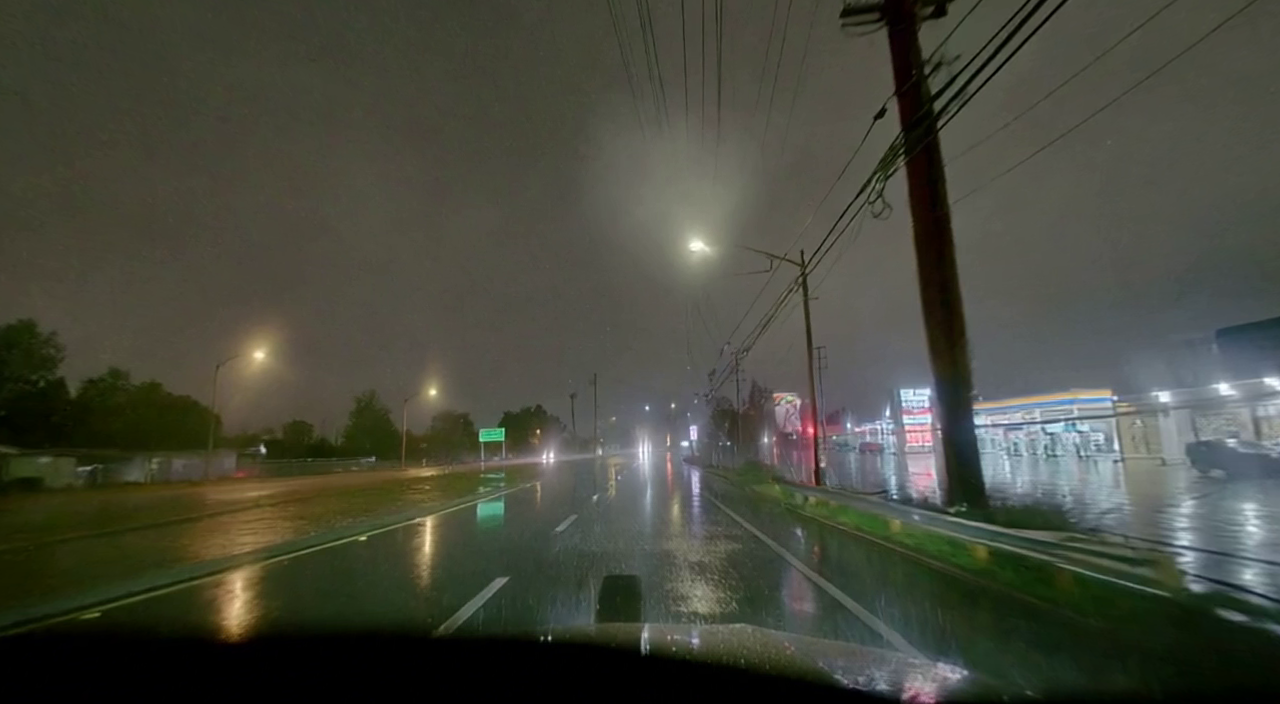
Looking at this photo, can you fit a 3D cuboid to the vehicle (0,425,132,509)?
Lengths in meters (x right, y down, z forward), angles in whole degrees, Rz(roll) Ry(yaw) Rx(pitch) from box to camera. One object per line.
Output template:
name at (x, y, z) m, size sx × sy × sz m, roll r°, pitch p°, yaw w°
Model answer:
vehicle at (-30.779, 5.658, 31.106) m, size 2.974 × 3.806 × 10.161 m, roll -1°, pitch -9°, yaw -1°

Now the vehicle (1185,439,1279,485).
vehicle at (26.115, 4.635, 26.665) m, size 1.915 × 1.741 × 5.301 m, roll -3°, pitch -10°, yaw 10°
